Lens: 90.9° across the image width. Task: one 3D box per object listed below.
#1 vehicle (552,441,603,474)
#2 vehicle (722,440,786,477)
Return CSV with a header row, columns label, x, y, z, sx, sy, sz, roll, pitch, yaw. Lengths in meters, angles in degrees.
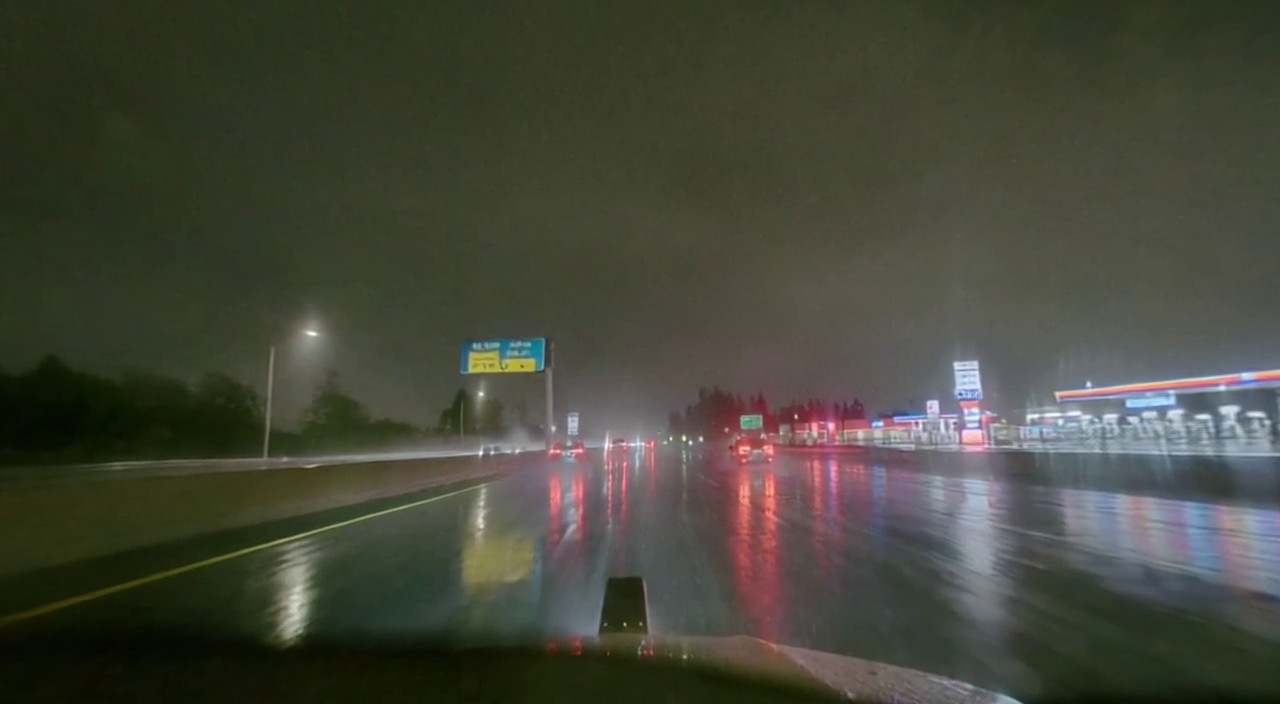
label,x,y,z,sx,sy,sz,roll,pitch,yaw
vehicle,-3.062,5.257,31.747,2.114,1.510,4.186,-1,-9,1
vehicle,4.850,4.600,27.518,1.909,1.467,4.940,-1,-8,0
